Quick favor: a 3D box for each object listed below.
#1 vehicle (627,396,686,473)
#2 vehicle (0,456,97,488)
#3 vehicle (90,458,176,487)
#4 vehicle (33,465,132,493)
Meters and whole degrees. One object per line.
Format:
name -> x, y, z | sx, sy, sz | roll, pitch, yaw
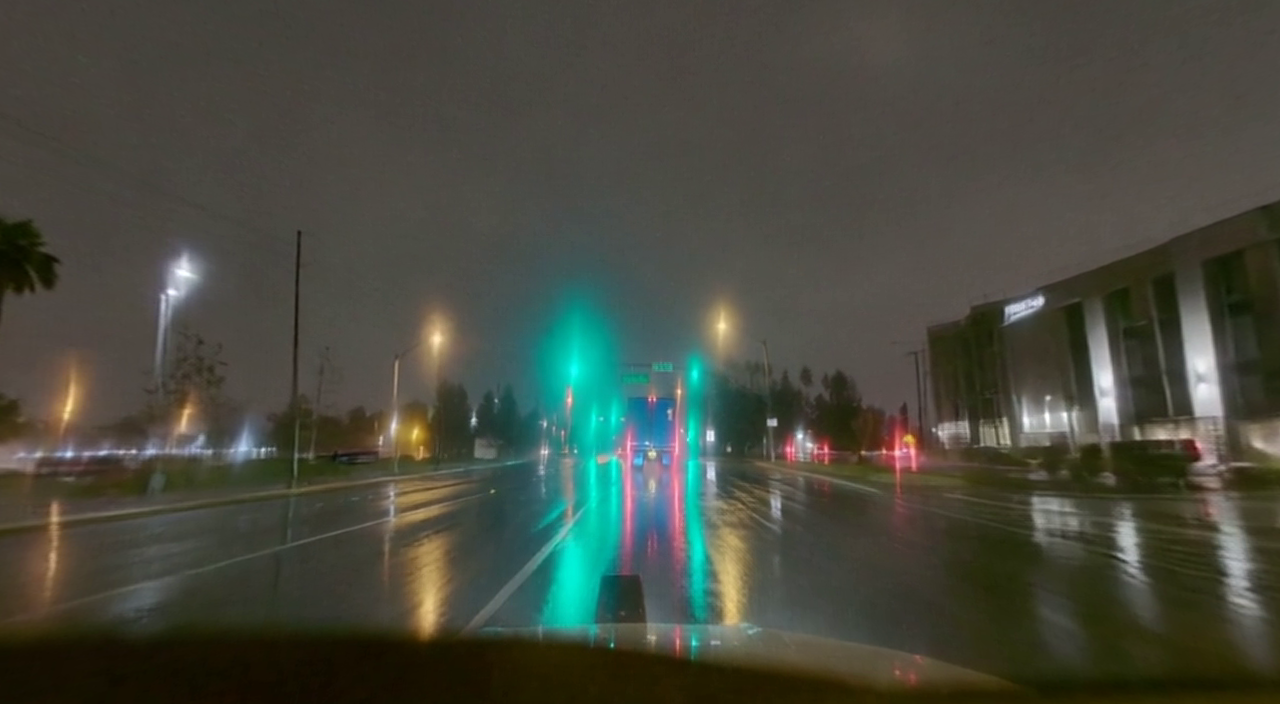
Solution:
vehicle -> 0.740, 5.135, 38.254 | 2.992, 3.949, 11.815 | 0, -9, -1
vehicle -> -39.090, 7.872, 41.248 | 4.931, 1.941, 1.888 | 0, -8, 0
vehicle -> -33.539, 7.957, 41.588 | 4.128, 1.603, 1.853 | -3, -9, 1
vehicle -> -34.207, 7.771, 38.574 | 4.296, 1.513, 1.825 | 0, -7, 1
